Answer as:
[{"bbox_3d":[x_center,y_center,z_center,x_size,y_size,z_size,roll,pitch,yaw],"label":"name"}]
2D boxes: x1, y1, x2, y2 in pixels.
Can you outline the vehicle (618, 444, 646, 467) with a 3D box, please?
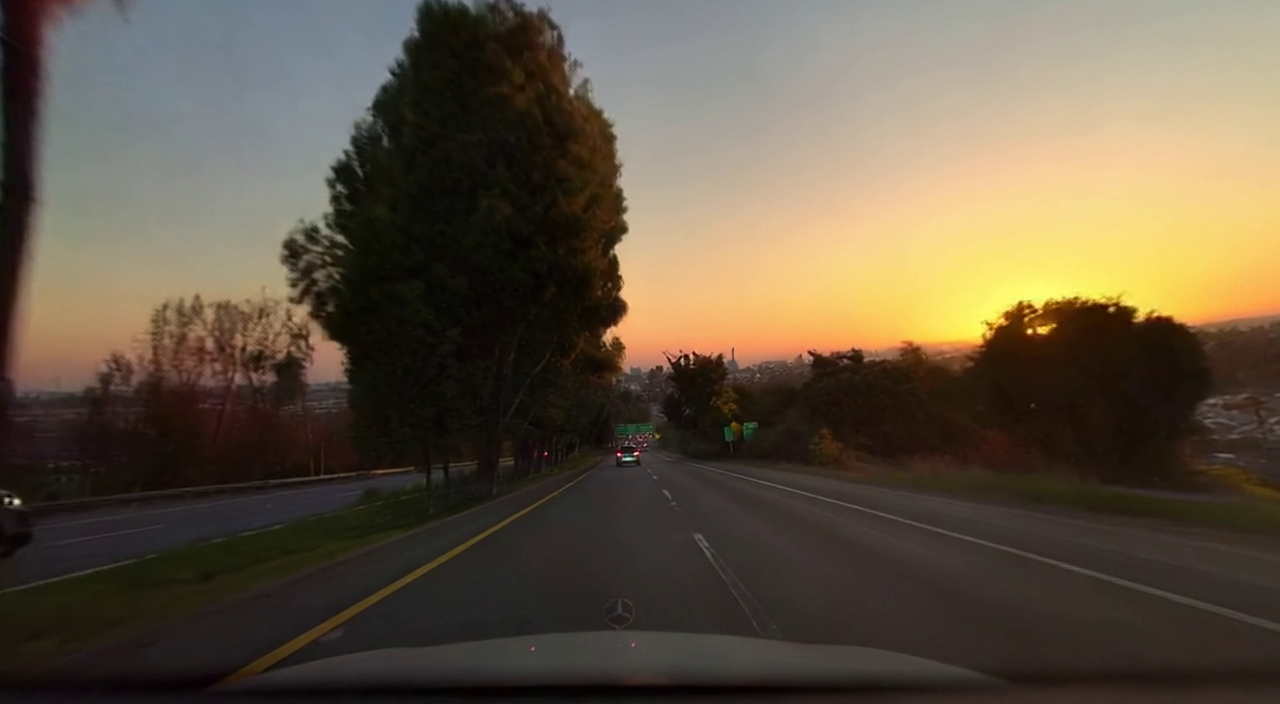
[{"bbox_3d":[-0.629,7.897,48.468,2.001,1.688,4.128,0,-8,-1],"label":"vehicle"}]
